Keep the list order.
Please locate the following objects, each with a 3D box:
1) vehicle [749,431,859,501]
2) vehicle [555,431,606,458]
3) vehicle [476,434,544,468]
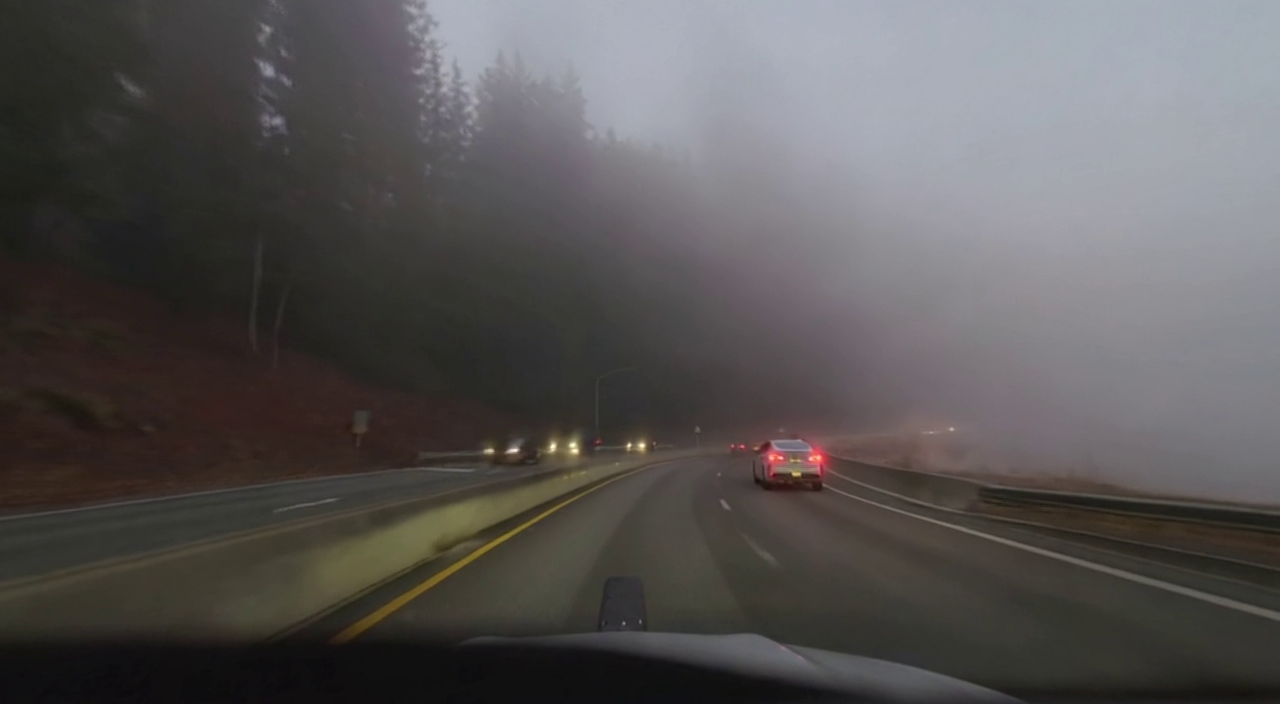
[{"bbox_3d":[4.421,3.137,17.796,2.112,1.708,4.380,0,-8,3],"label":"vehicle"},{"bbox_3d":[-4.054,6.415,43.670,2.222,1.768,4.699,-1,-9,11],"label":"vehicle"},{"bbox_3d":[-6.143,4.738,30.320,1.814,1.508,4.342,-1,-8,8],"label":"vehicle"}]
